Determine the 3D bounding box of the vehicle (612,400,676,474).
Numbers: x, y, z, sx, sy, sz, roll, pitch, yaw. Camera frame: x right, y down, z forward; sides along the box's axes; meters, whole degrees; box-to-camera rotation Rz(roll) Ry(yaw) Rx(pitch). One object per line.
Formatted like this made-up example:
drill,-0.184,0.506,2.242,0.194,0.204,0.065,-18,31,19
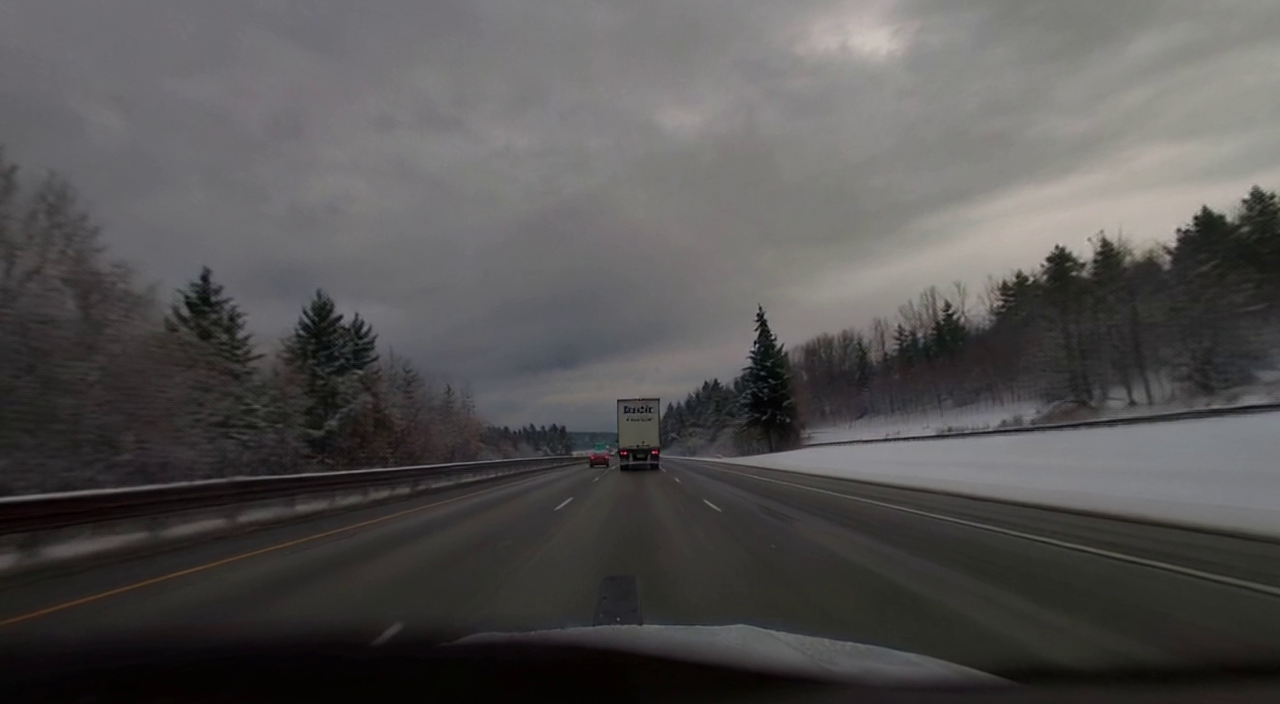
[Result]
vehicle,0.206,6.019,43.355,3.537,4.071,17.399,0,-9,0
